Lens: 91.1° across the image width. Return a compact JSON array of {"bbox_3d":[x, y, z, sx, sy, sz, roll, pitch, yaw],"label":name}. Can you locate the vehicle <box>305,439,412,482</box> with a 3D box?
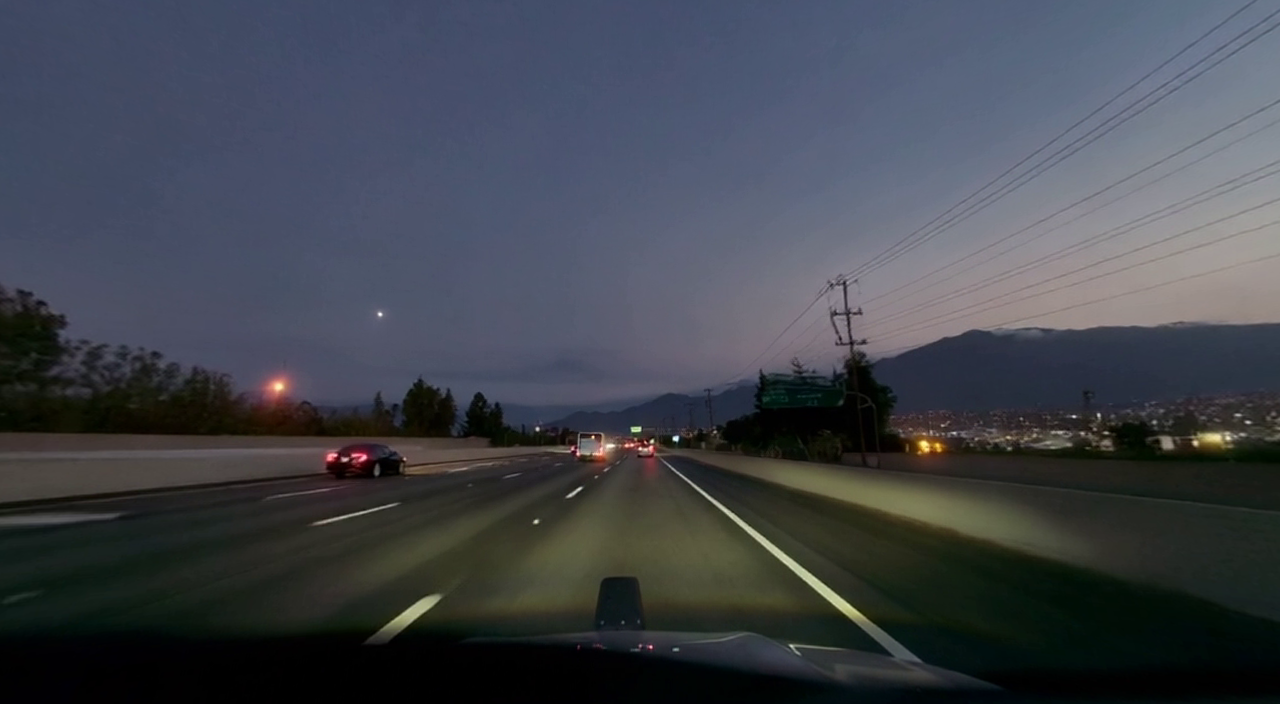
[{"bbox_3d":[-10.820,4.188,24.561,1.955,1.496,4.732,0,-8,1],"label":"vehicle"}]

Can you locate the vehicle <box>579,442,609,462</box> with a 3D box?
[{"bbox_3d":[-3.549,7.820,49.321,2.046,1.478,4.111,0,-8,0],"label":"vehicle"}]
